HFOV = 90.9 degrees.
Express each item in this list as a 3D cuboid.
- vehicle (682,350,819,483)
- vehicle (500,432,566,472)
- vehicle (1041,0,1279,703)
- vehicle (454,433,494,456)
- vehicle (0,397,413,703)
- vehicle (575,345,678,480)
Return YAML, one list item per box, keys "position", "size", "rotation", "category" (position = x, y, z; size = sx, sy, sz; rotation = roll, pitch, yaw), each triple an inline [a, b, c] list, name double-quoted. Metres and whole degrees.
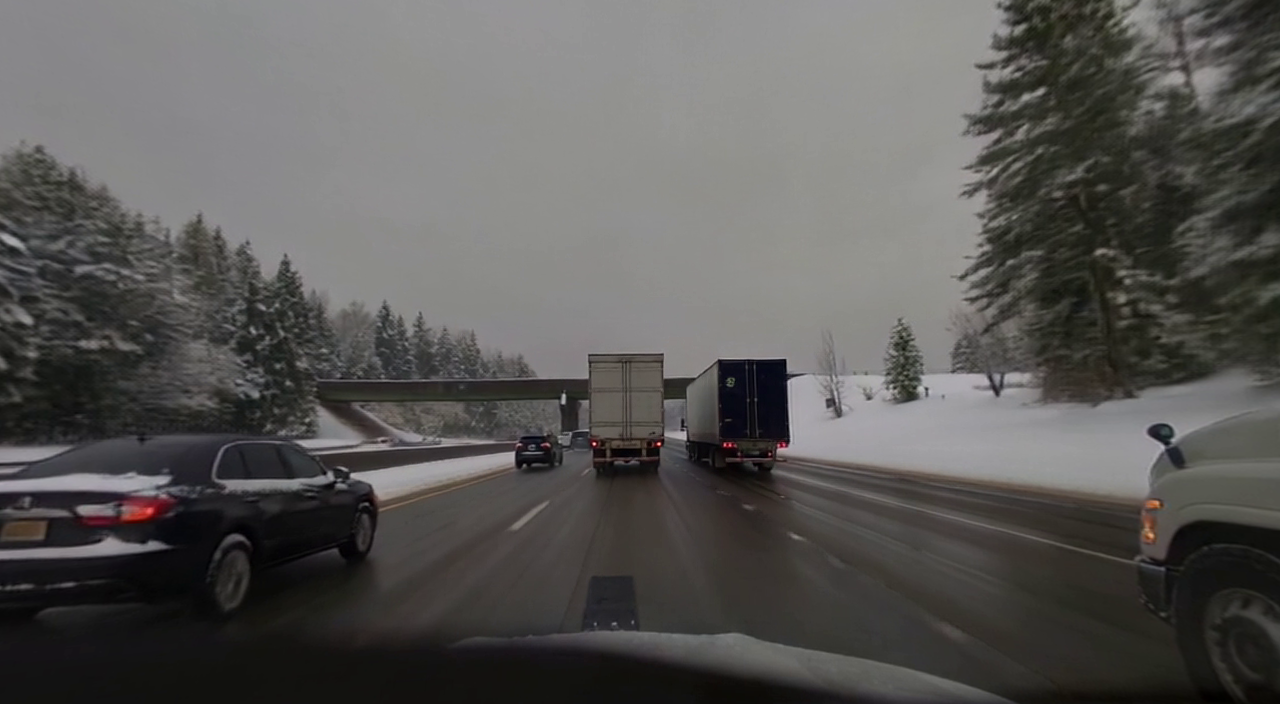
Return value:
- position: [3.621, 2.654, 24.281]
  size: [2.817, 3.886, 11.491]
  rotation: [0, -8, -2]
  category: "vehicle"
- position: [-4.267, 4.053, 25.778]
  size: [2.049, 1.483, 3.786]
  rotation: [0, -8, 0]
  category: "vehicle"
- position: [3.938, -0.520, 0.518]
  size: [3.074, 3.896, 5.910]
  rotation: [0, -8, -1]
  category: "vehicle"
- position: [-12.546, 6.992, 47.950]
  size: [1.955, 1.641, 4.157]
  rotation: [0, -8, -1]
  category: "vehicle"
- position: [-3.469, 1.196, 4.582]
  size: [1.894, 1.460, 4.662]
  rotation: [0, -8, 0]
  category: "vehicle"
- position: [-0.539, 2.522, 24.292]
  size: [3.090, 4.065, 10.702]
  rotation: [0, -8, -1]
  category: "vehicle"
